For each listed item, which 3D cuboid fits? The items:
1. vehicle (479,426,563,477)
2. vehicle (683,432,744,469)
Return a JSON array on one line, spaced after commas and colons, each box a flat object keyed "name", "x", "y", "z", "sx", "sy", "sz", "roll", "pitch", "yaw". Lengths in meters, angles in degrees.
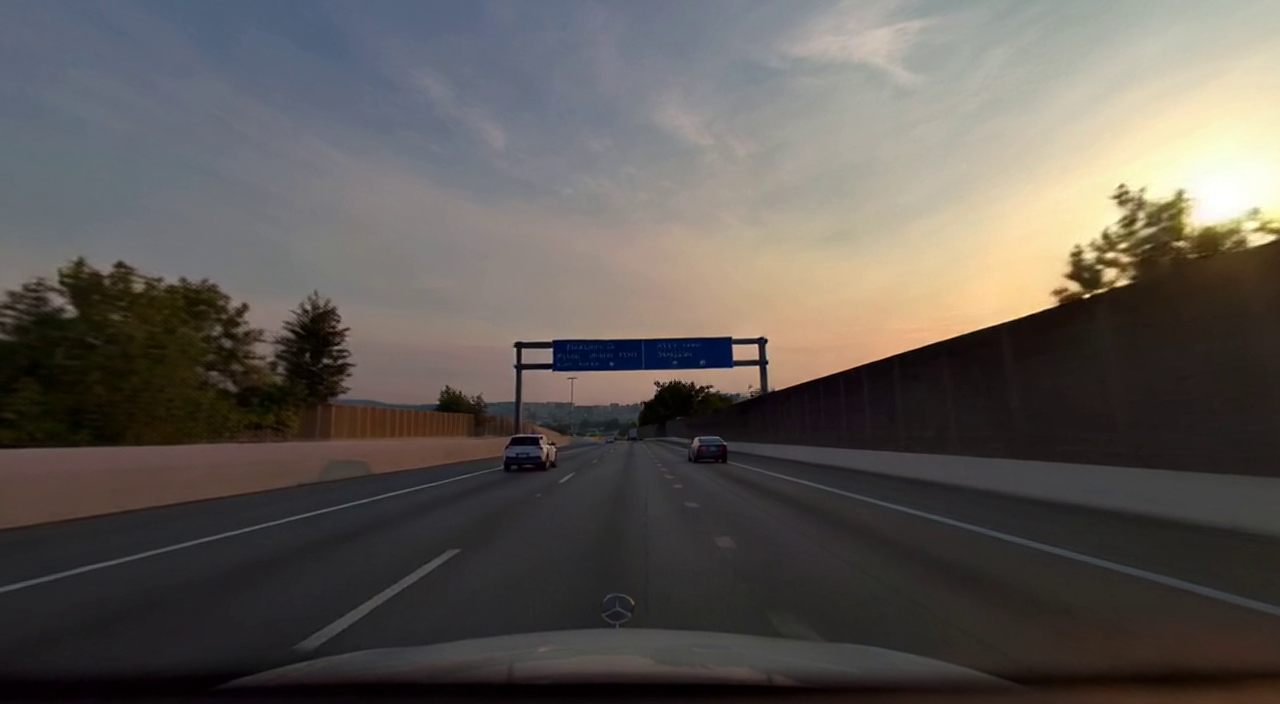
[{"name": "vehicle", "x": -4.169, "y": 3.548, "z": 22.779, "sx": 2.219, "sy": 1.660, "sz": 4.153, "roll": 0, "pitch": -8, "yaw": 0}, {"name": "vehicle", "x": 3.222, "y": 4.407, "z": 28.534, "sx": 2.077, "sy": 1.523, "sz": 4.539, "roll": 0, "pitch": -8, "yaw": -2}]
